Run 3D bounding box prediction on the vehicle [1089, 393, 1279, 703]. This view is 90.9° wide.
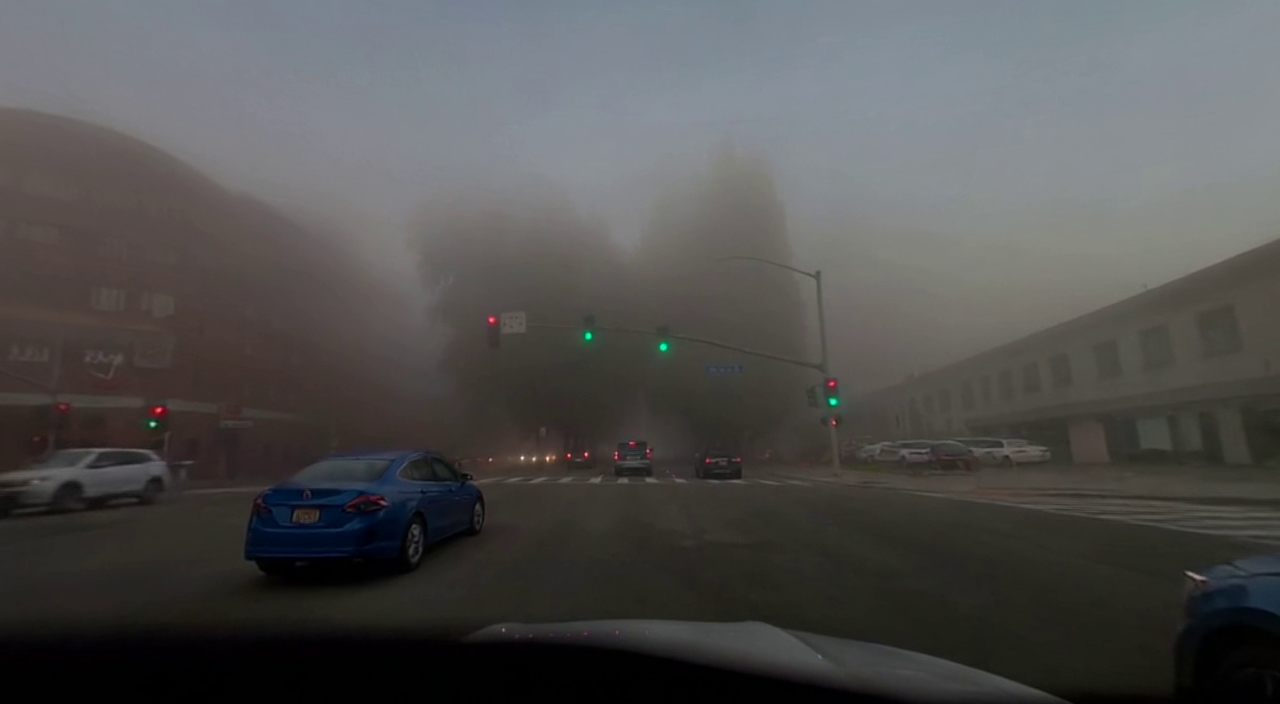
[{"bbox_3d":[3.265,0.681,0.850,2.052,1.475,4.540,0,-9,2],"label":"vehicle"}]

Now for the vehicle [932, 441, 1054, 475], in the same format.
[{"bbox_3d":[16.141,4.874,29.024,4.407,1.492,1.930,0,-9,2],"label":"vehicle"}]

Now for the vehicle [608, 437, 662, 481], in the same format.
[{"bbox_3d":[-0.195,5.021,29.848,2.361,1.898,4.465,0,-9,0],"label":"vehicle"}]

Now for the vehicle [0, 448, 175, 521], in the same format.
[{"bbox_3d":[-16.439,3.712,18.351,2.134,1.822,4.707,0,-9,0],"label":"vehicle"}]

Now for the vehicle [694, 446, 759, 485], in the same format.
[{"bbox_3d":[3.513,4.668,26.325,2.058,1.472,4.317,0,-9,-1],"label":"vehicle"}]

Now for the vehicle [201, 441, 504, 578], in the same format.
[{"bbox_3d":[-3.372,1.904,8.435,2.115,1.369,3.908,0,-9,2],"label":"vehicle"}]

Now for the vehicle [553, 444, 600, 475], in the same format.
[{"bbox_3d":[-3.494,6.011,35.401,2.130,1.645,3.995,0,-9,1],"label":"vehicle"}]
